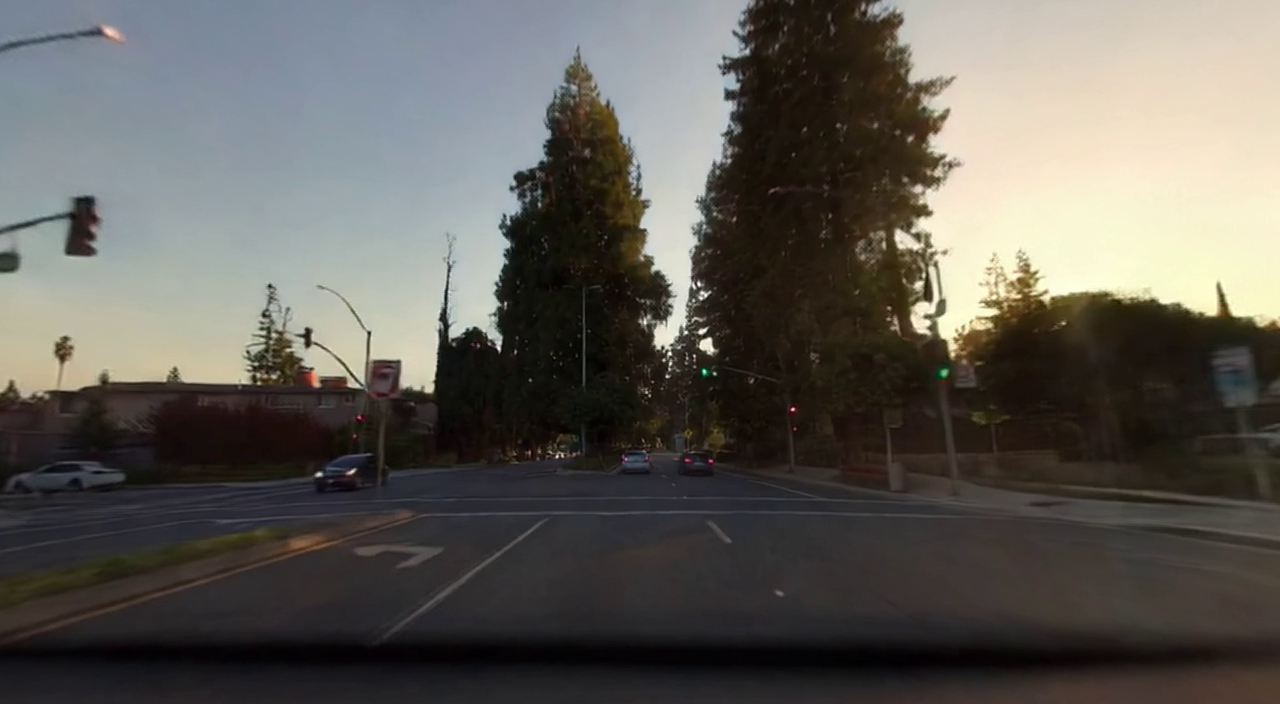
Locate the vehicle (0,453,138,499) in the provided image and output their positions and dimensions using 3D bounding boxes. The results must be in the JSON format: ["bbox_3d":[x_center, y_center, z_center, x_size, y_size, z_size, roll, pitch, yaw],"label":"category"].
[{"bbox_3d":[-25.172,5.430,27.655,4.634,1.840,2.025,-1,-10,1],"label":"vehicle"}]

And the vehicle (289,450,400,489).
[{"bbox_3d":[-16.153,6.405,34.791,2.188,1.940,5.008,-6,-11,36],"label":"vehicle"}]

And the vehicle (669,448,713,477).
[{"bbox_3d":[2.862,6.296,36.311,2.057,1.496,4.401,0,-8,-2],"label":"vehicle"}]

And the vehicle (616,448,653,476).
[{"bbox_3d":[-0.327,6.407,36.985,2.018,1.511,3.993,0,-8,-1],"label":"vehicle"}]
